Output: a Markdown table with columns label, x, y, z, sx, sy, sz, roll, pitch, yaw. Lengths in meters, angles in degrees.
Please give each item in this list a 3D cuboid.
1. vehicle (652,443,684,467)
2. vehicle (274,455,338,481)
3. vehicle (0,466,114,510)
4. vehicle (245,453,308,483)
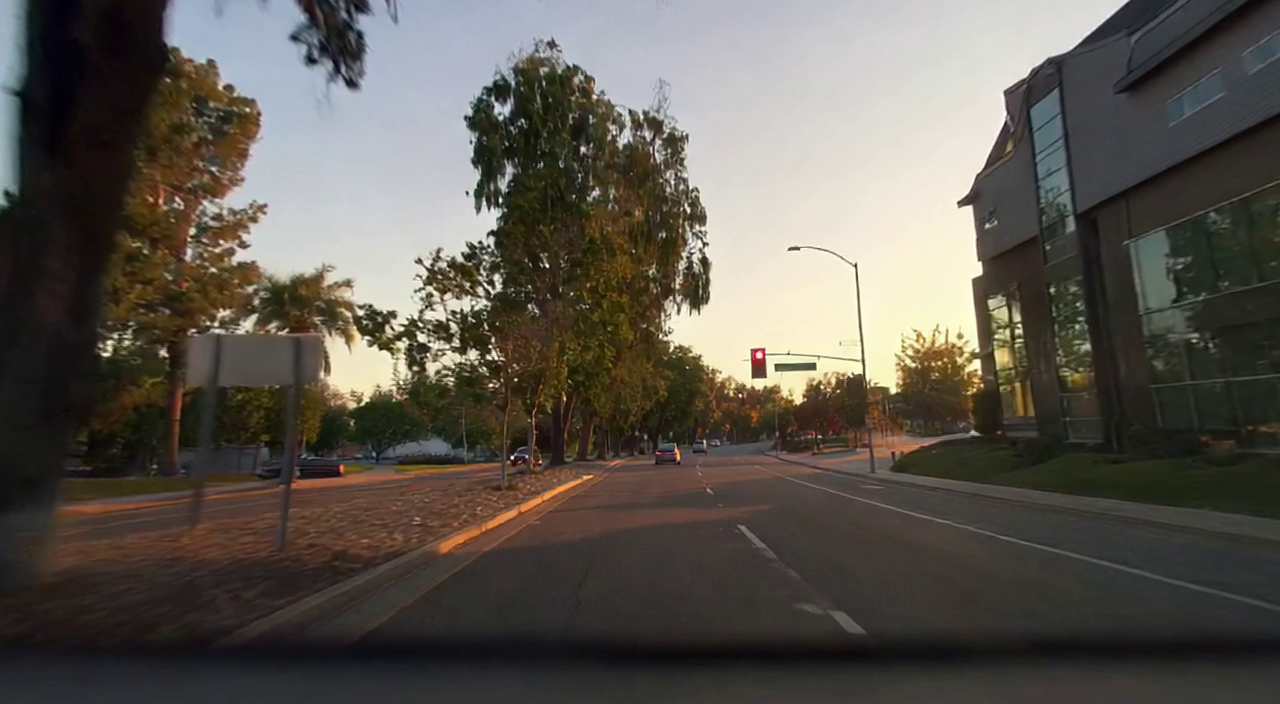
| label | x | y | z | sx | sy | sz | roll | pitch | yaw |
| --- | --- | --- | --- | --- | --- | --- | --- | --- | --- |
| vehicle | 2.010 | 7.206 | 44.383 | 2.037 | 1.568 | 3.693 | -1 | -9 | 5 |
| vehicle | -23.796 | 8.280 | 45.258 | 1.956 | 1.637 | 4.323 | -1 | -9 | 5 |
| vehicle | -25.295 | 5.726 | 26.855 | 1.849 | 1.438 | 4.725 | -3 | -8 | 0 |
| vehicle | -26.485 | 8.468 | 46.239 | 1.961 | 1.865 | 4.266 | -5 | -8 | 3 |
